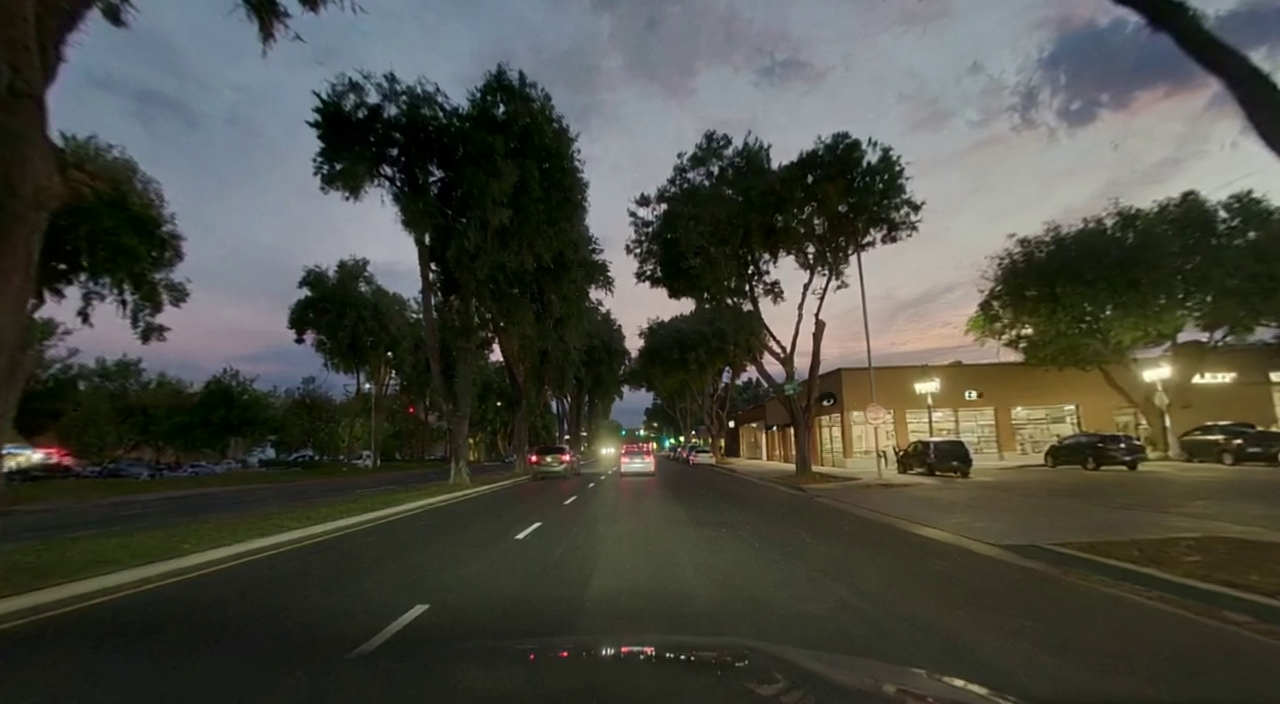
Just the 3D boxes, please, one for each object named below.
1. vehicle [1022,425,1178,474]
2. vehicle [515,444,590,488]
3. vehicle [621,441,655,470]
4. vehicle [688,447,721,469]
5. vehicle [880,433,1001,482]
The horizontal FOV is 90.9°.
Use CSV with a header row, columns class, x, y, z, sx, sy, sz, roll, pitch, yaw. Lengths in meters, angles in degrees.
class,x,y,z,sx,sy,sz,roll,pitch,yaw
vehicle,15.515,3.340,21.637,2.000,1.494,4.382,0,-9,0
vehicle,-3.214,4.314,24.246,2.151,1.484,4.468,0,-9,1
vehicle,-0.153,6.584,40.301,2.075,1.770,4.018,0,-9,-1
vehicle,4.543,7.551,45.115,1.896,1.451,4.329,0,-9,0
vehicle,10.254,3.637,21.956,1.998,1.494,4.411,0,-9,-1
